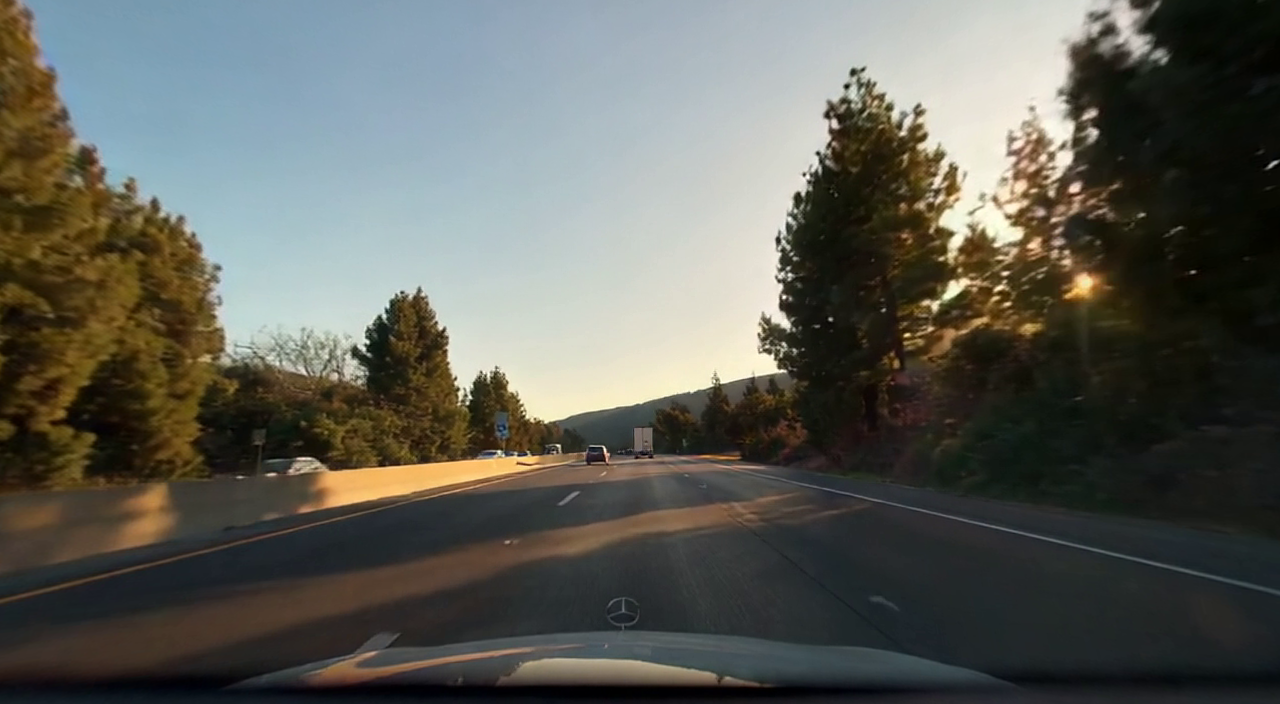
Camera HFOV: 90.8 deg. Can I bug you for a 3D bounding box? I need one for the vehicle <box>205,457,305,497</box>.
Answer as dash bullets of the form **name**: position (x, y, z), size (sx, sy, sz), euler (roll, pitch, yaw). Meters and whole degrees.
- **vehicle**: position (-15.832, 5.130, 26.194), size (1.684, 1.422, 3.849), euler (-1, -9, 1)
